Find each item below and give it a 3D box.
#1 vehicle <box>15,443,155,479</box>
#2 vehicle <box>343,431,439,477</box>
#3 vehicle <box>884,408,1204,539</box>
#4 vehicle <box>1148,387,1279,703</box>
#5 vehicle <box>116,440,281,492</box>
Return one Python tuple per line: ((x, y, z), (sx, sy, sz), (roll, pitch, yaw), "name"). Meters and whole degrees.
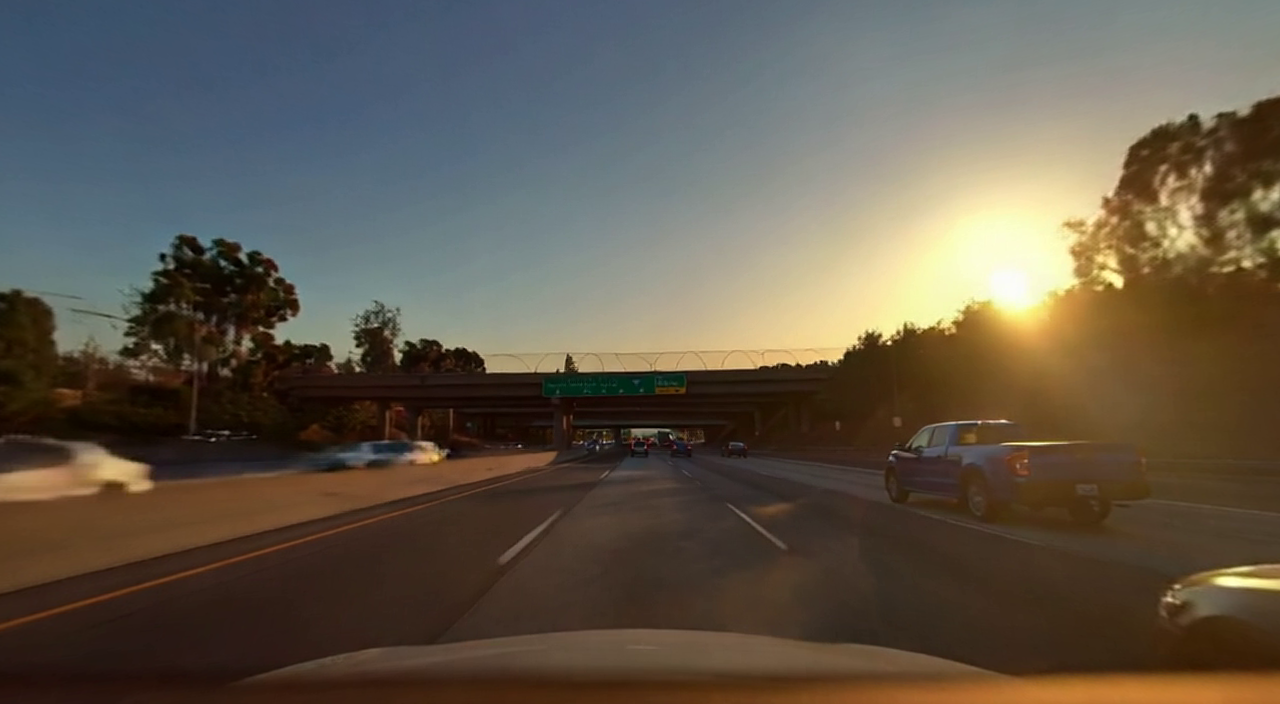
((-24.795, 4.843, 28.469), (1.914, 1.462, 4.781), (0, -8, 0), "vehicle")
((-11.298, 4.663, 29.148), (2.202, 1.907, 5.474), (0, -8, 0), "vehicle")
((6.925, 2.164, 12.019), (2.182, 1.852, 5.926), (0, -8, 0), "vehicle")
((3.198, 0.596, 0.163), (2.119, 1.524, 4.807), (0, -8, 0), "vehicle")
((-14.425, 3.718, 21.076), (1.963, 1.498, 4.861), (0, -8, 1), "vehicle")
